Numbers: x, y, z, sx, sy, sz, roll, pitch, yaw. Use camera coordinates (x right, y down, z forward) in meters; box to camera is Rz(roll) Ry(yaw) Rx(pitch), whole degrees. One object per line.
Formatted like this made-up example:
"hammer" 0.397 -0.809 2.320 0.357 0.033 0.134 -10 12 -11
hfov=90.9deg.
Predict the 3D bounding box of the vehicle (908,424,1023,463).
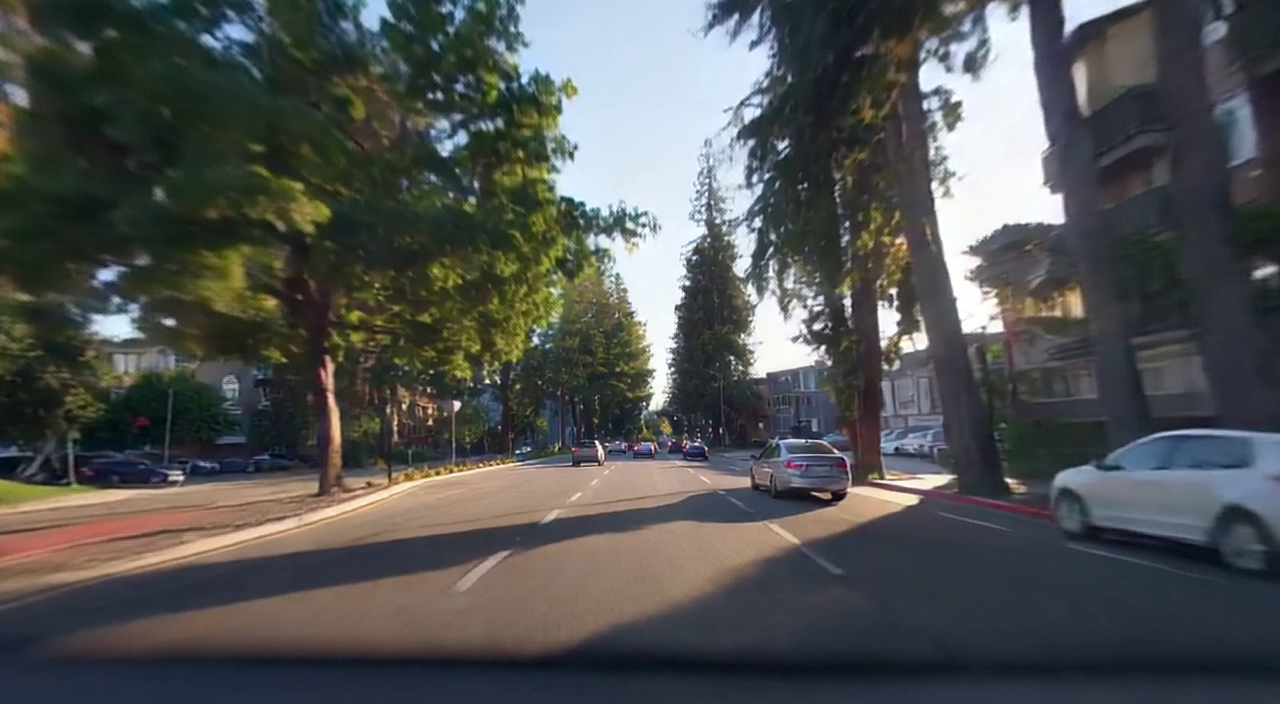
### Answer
"vehicle" 15.790 4.469 30.764 4.410 1.795 2.078 0 -9 -1

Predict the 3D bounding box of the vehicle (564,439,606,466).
"vehicle" -3.236 6.079 38.142 2.049 1.485 4.656 0 -9 1

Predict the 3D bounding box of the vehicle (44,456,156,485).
"vehicle" -30.516 6.666 35.703 2.058 1.461 4.498 -9 -12 44

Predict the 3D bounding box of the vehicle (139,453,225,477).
"vehicle" -31.036 7.652 42.797 2.067 1.497 4.306 -8 -12 42

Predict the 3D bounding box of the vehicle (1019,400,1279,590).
"vehicle" 6.946 1.541 7.310 2.121 1.727 4.789 0 -9 1

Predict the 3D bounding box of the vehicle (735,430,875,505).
"vehicle" 3.689 2.693 15.072 2.128 1.502 4.572 0 -9 0
